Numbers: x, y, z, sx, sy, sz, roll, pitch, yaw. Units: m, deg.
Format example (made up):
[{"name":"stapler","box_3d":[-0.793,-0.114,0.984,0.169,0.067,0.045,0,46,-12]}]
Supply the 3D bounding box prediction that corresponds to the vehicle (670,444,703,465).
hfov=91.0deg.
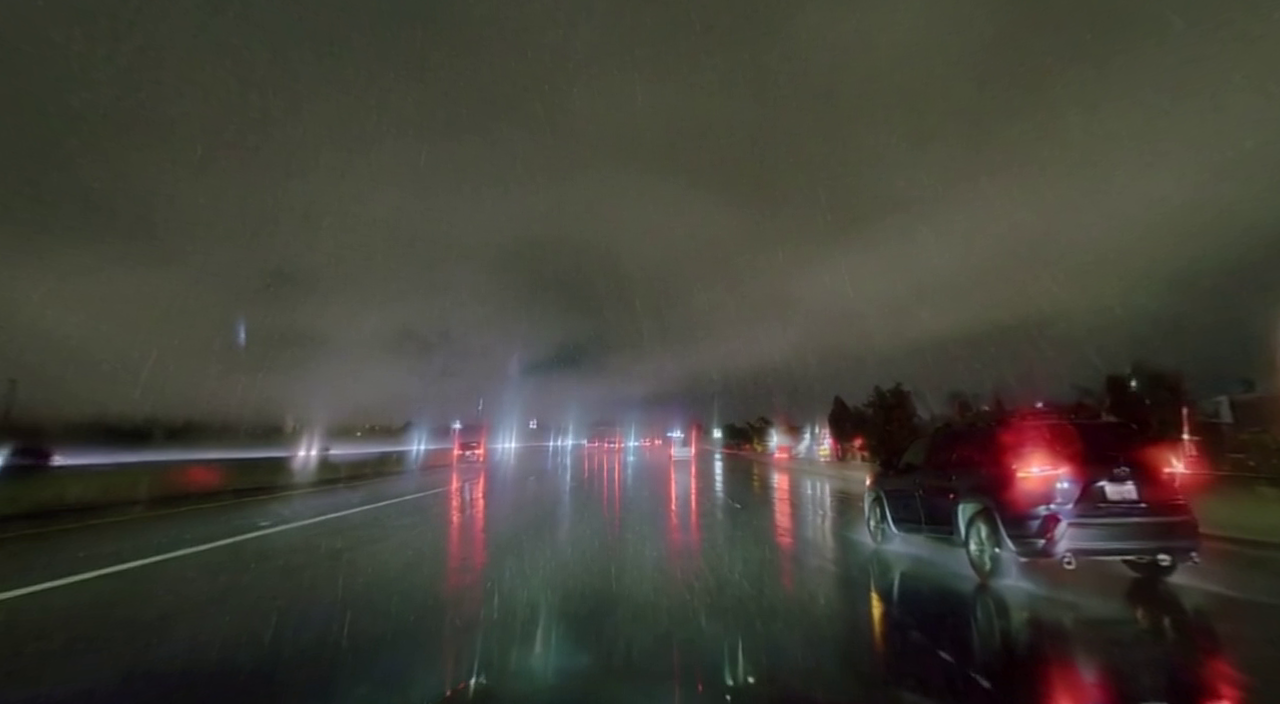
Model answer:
[{"name":"vehicle","box_3d":[3.386,7.542,46.432,2.038,1.497,4.167,0,-9,-1]}]

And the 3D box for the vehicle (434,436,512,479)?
[{"name":"vehicle","box_3d":[-7.278,4.652,27.972,2.095,1.696,4.680,-1,-9,1]}]

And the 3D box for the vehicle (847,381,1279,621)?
[{"name":"vehicle","box_3d":[4.305,1.518,7.348,2.153,1.860,4.689,-1,-9,0]}]
